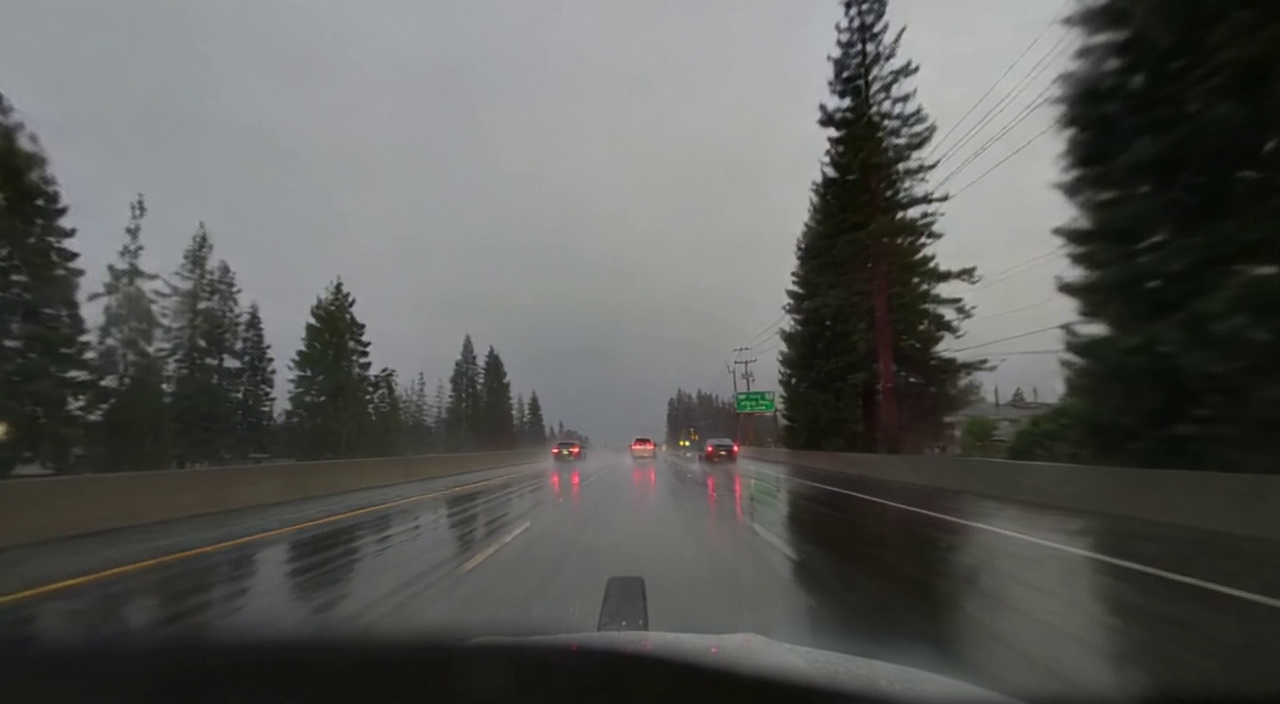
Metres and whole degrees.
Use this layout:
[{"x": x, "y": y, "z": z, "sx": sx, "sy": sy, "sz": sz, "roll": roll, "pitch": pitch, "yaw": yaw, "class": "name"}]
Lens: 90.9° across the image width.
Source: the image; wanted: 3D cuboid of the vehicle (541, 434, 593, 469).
[{"x": -3.965, "y": 5.497, "z": 34.982, "sx": 2.217, "sy": 1.773, "sz": 4.553, "roll": 0, "pitch": -8, "yaw": 1, "class": "vehicle"}]

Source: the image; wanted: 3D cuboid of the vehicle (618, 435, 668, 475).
[{"x": 0.146, "y": 4.568, "z": 28.267, "sx": 2.049, "sy": 1.620, "sz": 4.153, "roll": 0, "pitch": -8, "yaw": 1, "class": "vehicle"}]

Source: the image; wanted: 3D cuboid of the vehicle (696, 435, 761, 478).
[{"x": 3.416, "y": 4.118, "z": 25.105, "sx": 1.996, "sy": 1.579, "sz": 3.841, "roll": 0, "pitch": -8, "yaw": -1, "class": "vehicle"}]
